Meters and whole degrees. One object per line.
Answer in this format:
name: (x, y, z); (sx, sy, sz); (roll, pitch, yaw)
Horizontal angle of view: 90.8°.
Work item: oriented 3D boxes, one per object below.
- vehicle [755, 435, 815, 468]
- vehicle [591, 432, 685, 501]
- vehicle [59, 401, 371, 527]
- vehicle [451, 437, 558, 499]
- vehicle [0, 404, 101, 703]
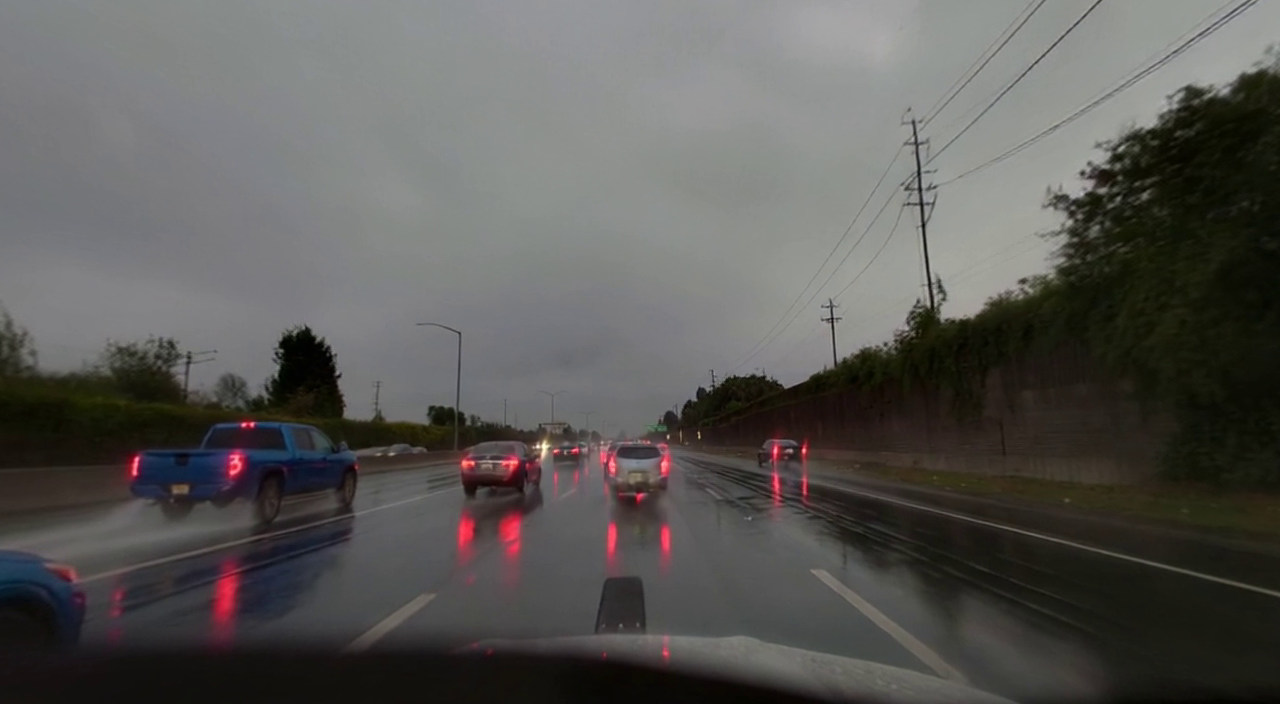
vehicle: (8.111, 5.623, 35.861); (2.205, 1.701, 4.601); (0, -8, -2)
vehicle: (-0.087, 2.888, 16.398); (2.102, 1.499, 4.439); (0, -8, -1)
vehicle: (-7.786, 2.140, 12.631); (2.194, 1.922, 5.637); (0, -8, 2)
vehicle: (-3.454, 3.026, 16.935); (1.899, 1.437, 4.131); (0, -8, 1)
vehicle: (-3.830, 0.712, 0.954); (1.955, 1.481, 4.604); (0, -8, 0)
